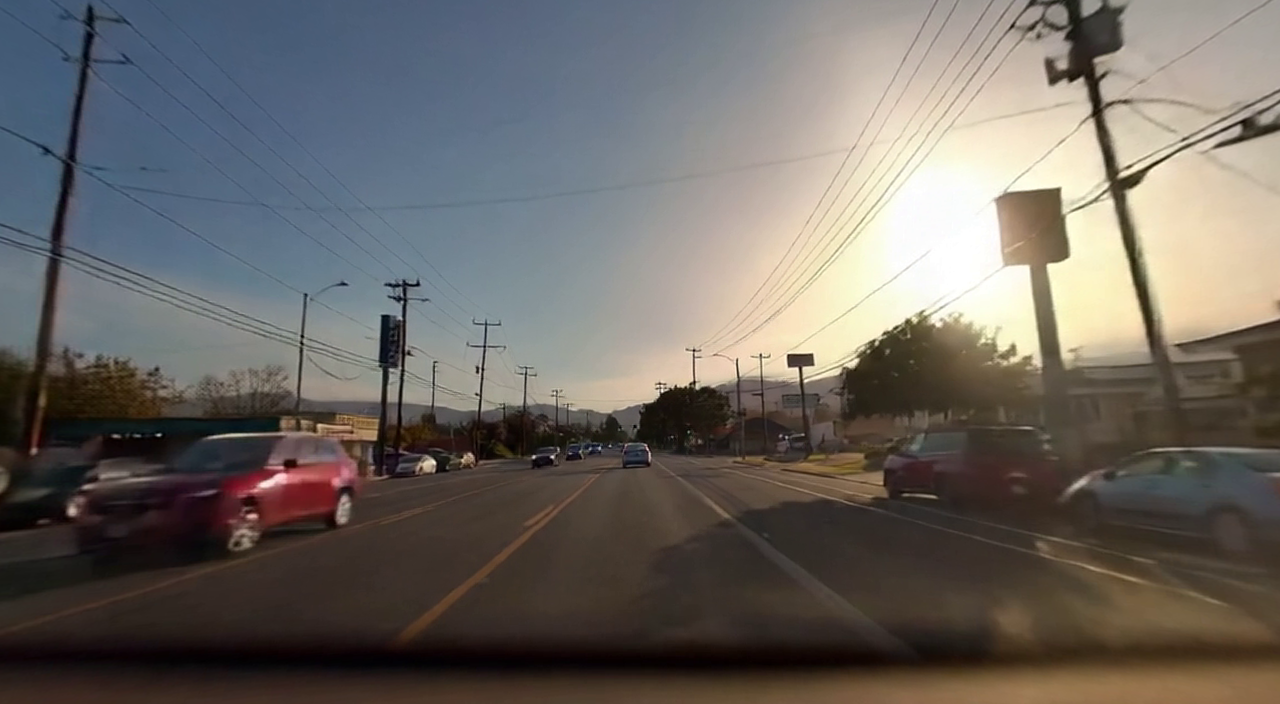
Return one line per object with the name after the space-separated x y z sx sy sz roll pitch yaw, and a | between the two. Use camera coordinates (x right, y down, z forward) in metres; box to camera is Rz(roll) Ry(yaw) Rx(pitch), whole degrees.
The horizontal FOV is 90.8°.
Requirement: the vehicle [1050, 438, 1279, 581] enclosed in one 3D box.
7.634 1.824 7.793 1.854 1.485 4.736 0 -8 -2 | vehicle

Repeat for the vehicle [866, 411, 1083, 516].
7.651 2.628 15.360 2.257 2.072 5.376 0 -8 -1 | vehicle

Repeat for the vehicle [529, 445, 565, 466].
-6.729 7.505 46.028 1.930 1.450 4.234 0 -8 1 | vehicle

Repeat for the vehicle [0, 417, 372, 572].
-6.179 1.959 9.537 2.254 1.732 4.571 0 -8 0 | vehicle

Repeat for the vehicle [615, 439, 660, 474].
-0.154 5.155 31.405 2.067 1.547 4.513 0 -8 -1 | vehicle
